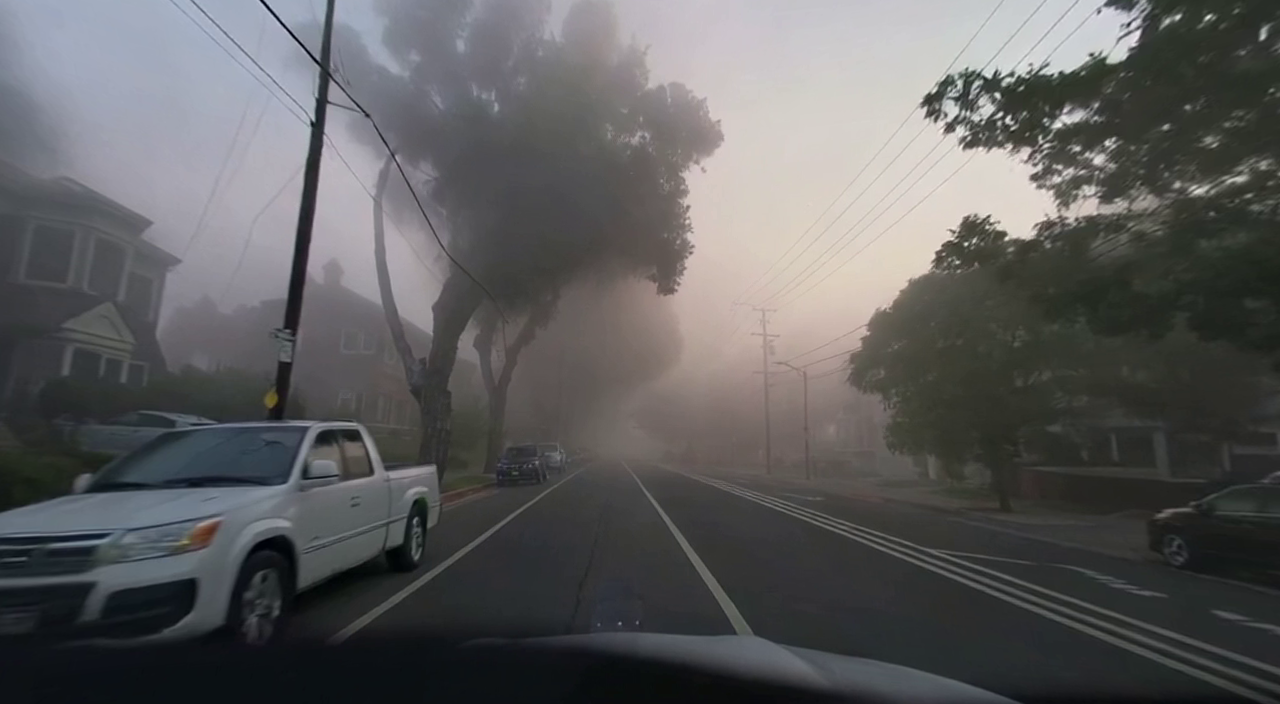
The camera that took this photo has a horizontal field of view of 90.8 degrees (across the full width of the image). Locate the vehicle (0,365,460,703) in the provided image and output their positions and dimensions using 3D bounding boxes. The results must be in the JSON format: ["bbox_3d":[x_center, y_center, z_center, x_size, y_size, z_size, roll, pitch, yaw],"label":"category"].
[{"bbox_3d":[-3.594,1.414,6.059,2.127,1.901,5.510,0,-8,0],"label":"vehicle"}]

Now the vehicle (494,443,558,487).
[{"bbox_3d":[-4.377,4.405,24.945,1.825,1.542,4.715,1,-8,-2],"label":"vehicle"}]

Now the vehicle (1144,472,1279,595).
[{"bbox_3d":[9.445,2.549,8.286,1.921,1.523,4.426,8,-9,-4],"label":"vehicle"}]
